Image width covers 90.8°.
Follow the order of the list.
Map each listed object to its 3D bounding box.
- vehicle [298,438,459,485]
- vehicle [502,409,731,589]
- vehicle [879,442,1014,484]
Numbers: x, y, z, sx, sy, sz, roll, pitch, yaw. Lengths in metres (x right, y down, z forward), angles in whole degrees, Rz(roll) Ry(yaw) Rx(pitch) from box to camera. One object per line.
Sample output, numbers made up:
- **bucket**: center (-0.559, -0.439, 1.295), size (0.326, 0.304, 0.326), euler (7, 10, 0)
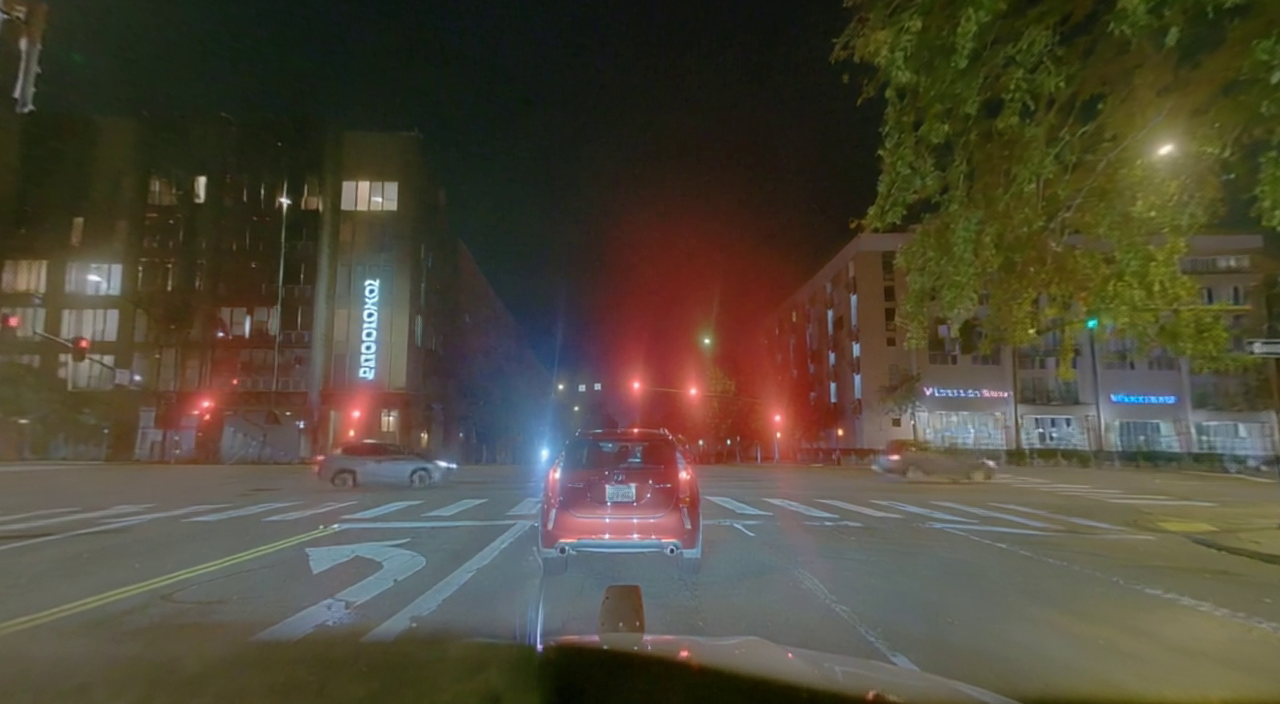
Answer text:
- **vehicle**: center (-9.277, 3.908, 22.771), size (4.891, 1.591, 2.067), euler (0, -8, -1)
- **vehicle**: center (-0.247, 1.622, 7.769), size (2.066, 1.618, 3.922), euler (0, -8, -1)
- **vehicle**: center (13.415, 4.851, 27.837), size (4.912, 1.731, 2.022), euler (1, -8, -5)
